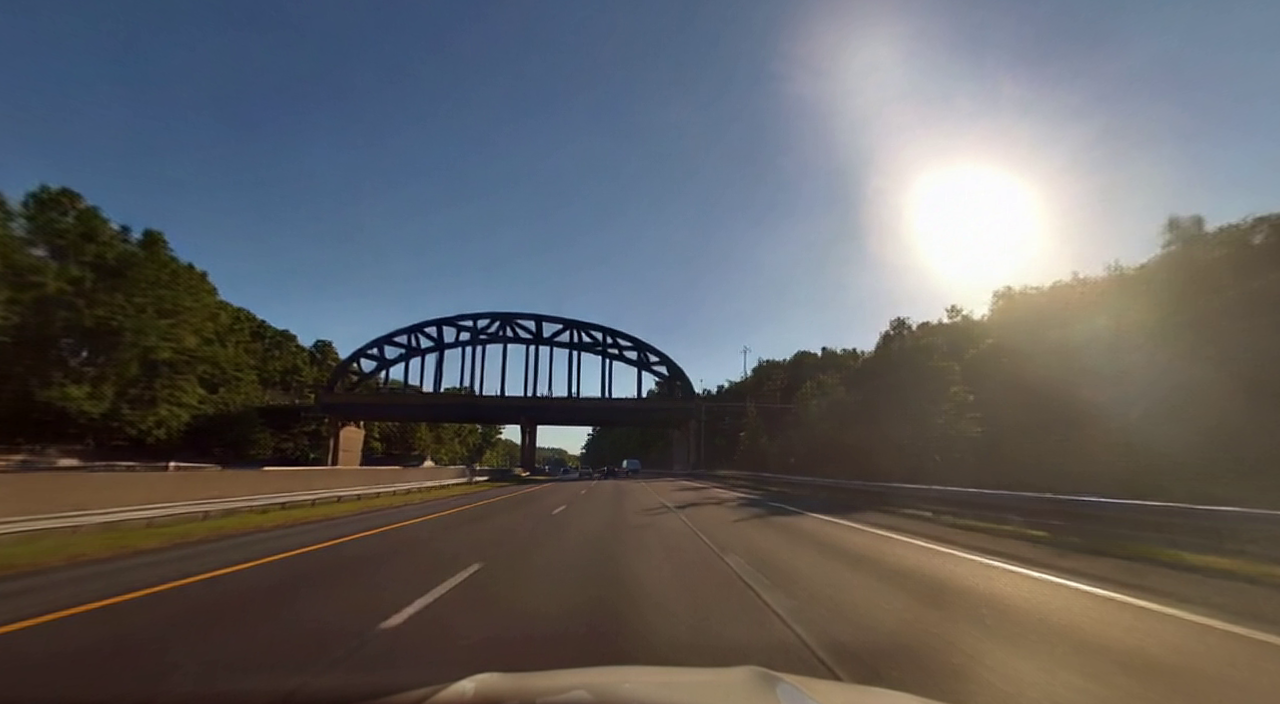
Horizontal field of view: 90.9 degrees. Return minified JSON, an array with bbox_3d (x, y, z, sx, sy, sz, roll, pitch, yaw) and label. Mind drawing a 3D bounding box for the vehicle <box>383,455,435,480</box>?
[{"bbox_3d":[-17.317,8.731,47.537,2.078,1.771,5.233,1,-10,-2],"label":"vehicle"}]
